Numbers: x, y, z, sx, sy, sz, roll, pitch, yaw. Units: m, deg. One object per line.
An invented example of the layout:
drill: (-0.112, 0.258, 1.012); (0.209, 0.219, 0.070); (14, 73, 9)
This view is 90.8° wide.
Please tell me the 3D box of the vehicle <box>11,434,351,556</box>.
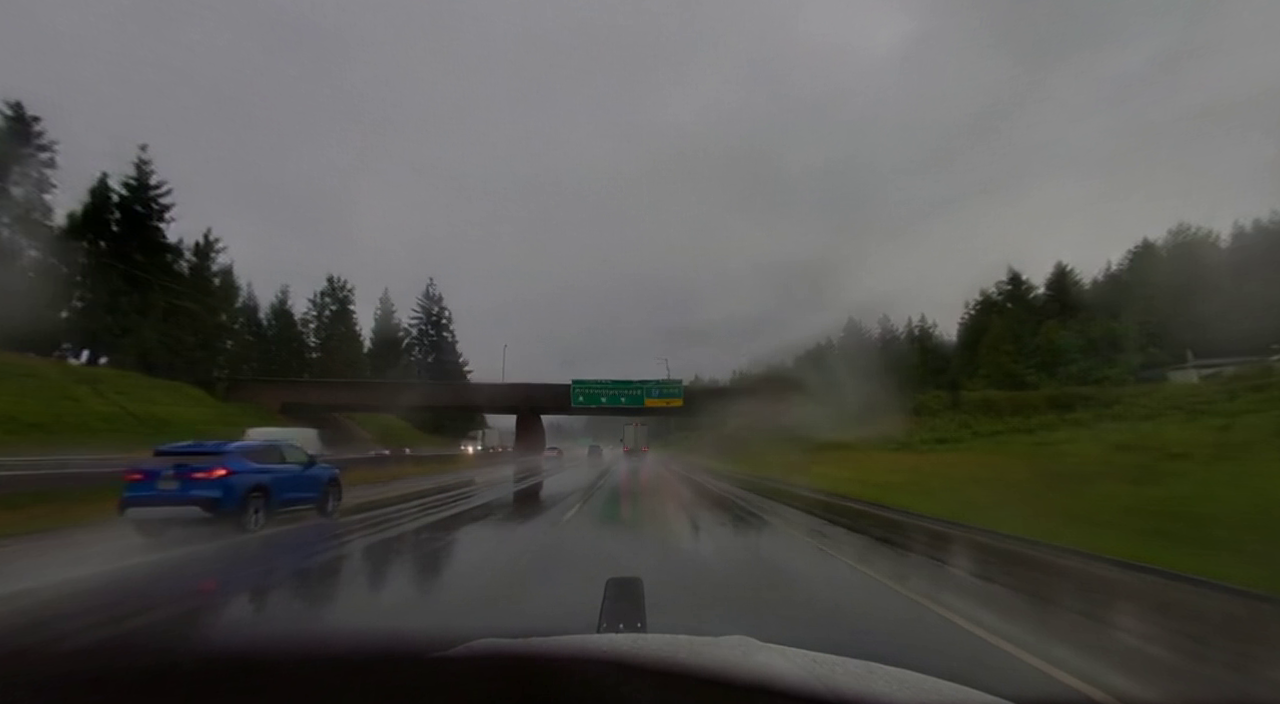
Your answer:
vehicle: (-6.810, 2.144, 10.241); (2.038, 1.489, 4.603); (0, -9, 0)
